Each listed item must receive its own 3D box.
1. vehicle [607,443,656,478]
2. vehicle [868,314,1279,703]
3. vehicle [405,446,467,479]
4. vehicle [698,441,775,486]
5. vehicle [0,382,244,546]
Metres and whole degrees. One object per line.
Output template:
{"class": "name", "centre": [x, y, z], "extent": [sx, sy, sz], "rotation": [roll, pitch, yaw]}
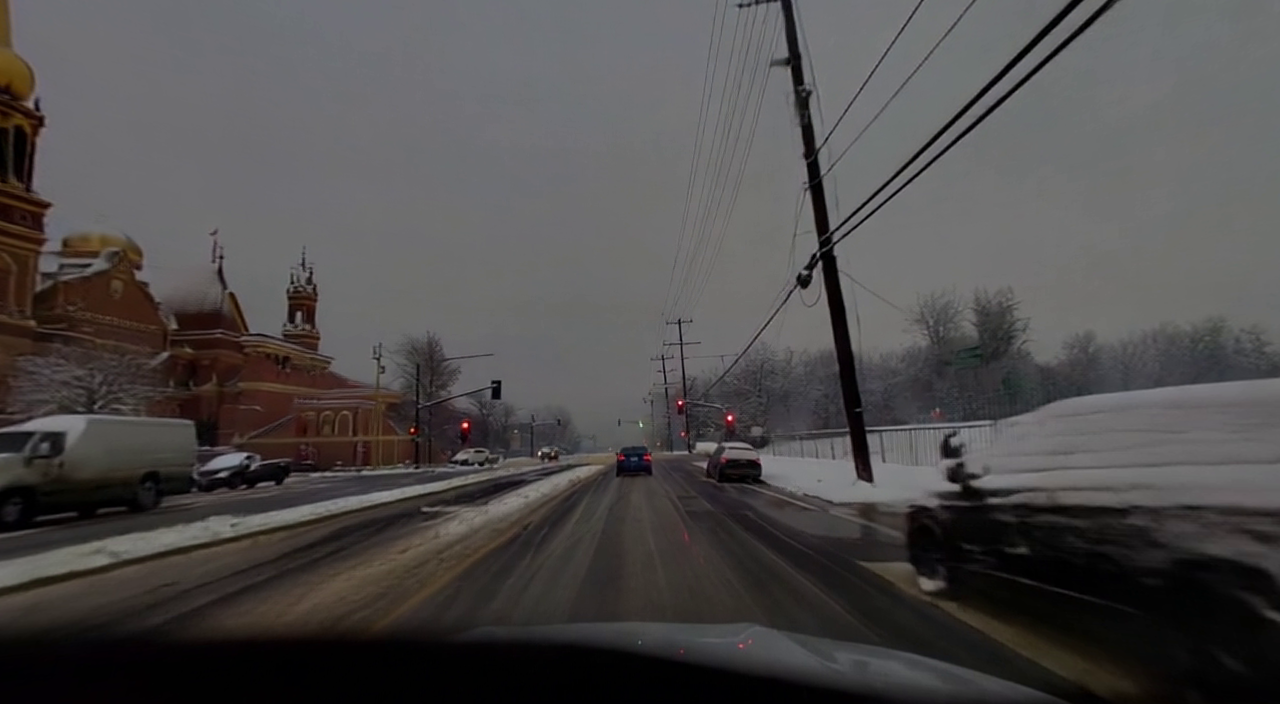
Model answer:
{"class": "vehicle", "centre": [-0.383, 4.900, 28.735], "extent": [2.049, 1.453, 4.299], "rotation": [0, -8, -1]}
{"class": "vehicle", "centre": [3.636, 1.034, 4.115], "extent": [2.204, 1.845, 5.597], "rotation": [1, -8, 0]}
{"class": "vehicle", "centre": [-12.560, 6.800, 39.232], "extent": [2.071, 1.814, 5.185], "rotation": [-1, -8, 1]}
{"class": "vehicle", "centre": [3.548, 4.190, 24.048], "extent": [1.944, 1.530, 4.539], "rotation": [0, -9, -4]}
{"class": "vehicle", "centre": [-12.096, 2.411, 13.768], "extent": [2.961, 2.739, 6.276], "rotation": [-4, -8, -1]}
